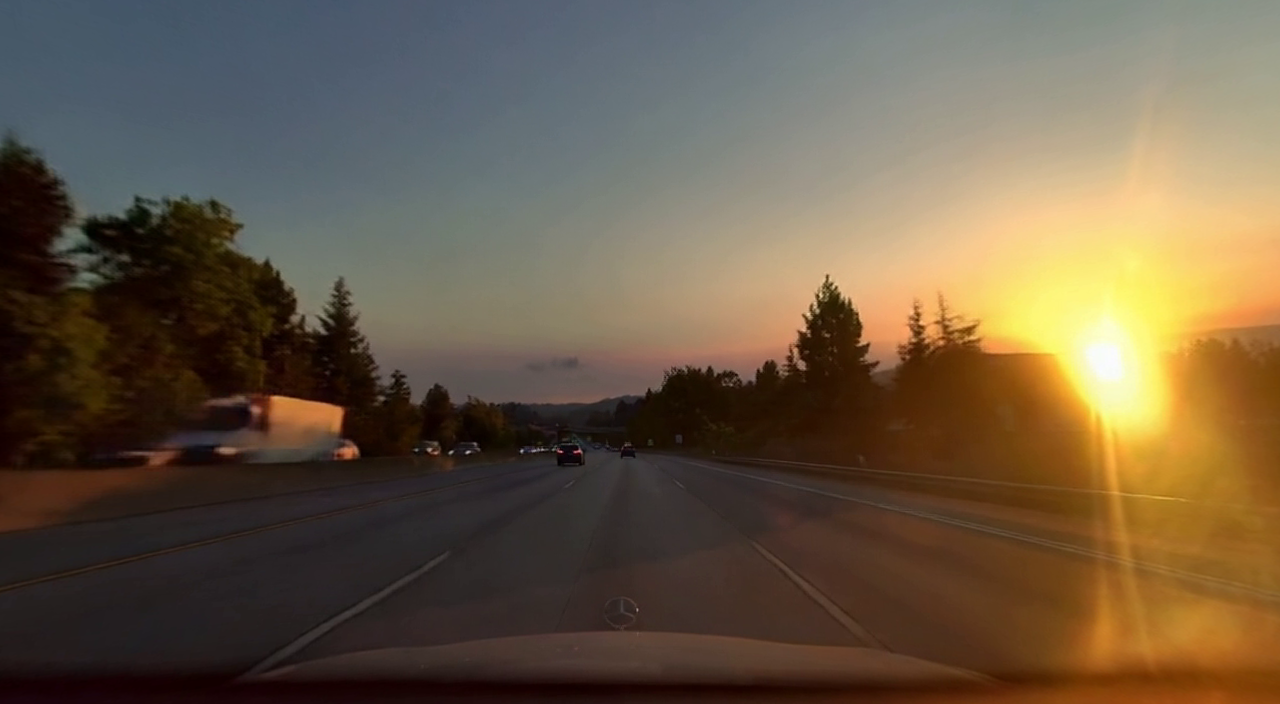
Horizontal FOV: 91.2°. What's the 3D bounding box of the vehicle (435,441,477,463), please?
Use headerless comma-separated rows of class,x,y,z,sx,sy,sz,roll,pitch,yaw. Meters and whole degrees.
vehicle,-13.382,7.316,45.737,1.842,1.495,3.909,0,-9,0

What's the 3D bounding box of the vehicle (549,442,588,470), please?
vehicle,-4.569,6.747,40.644,2.098,1.692,4.038,0,-9,-1

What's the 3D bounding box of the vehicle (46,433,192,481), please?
vehicle,-18.085,3.677,22.039,1.825,1.500,3.914,0,-9,-2

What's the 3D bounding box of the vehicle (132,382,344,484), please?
vehicle,-12.879,2.810,21.106,2.343,2.825,7.354,0,-9,-1
